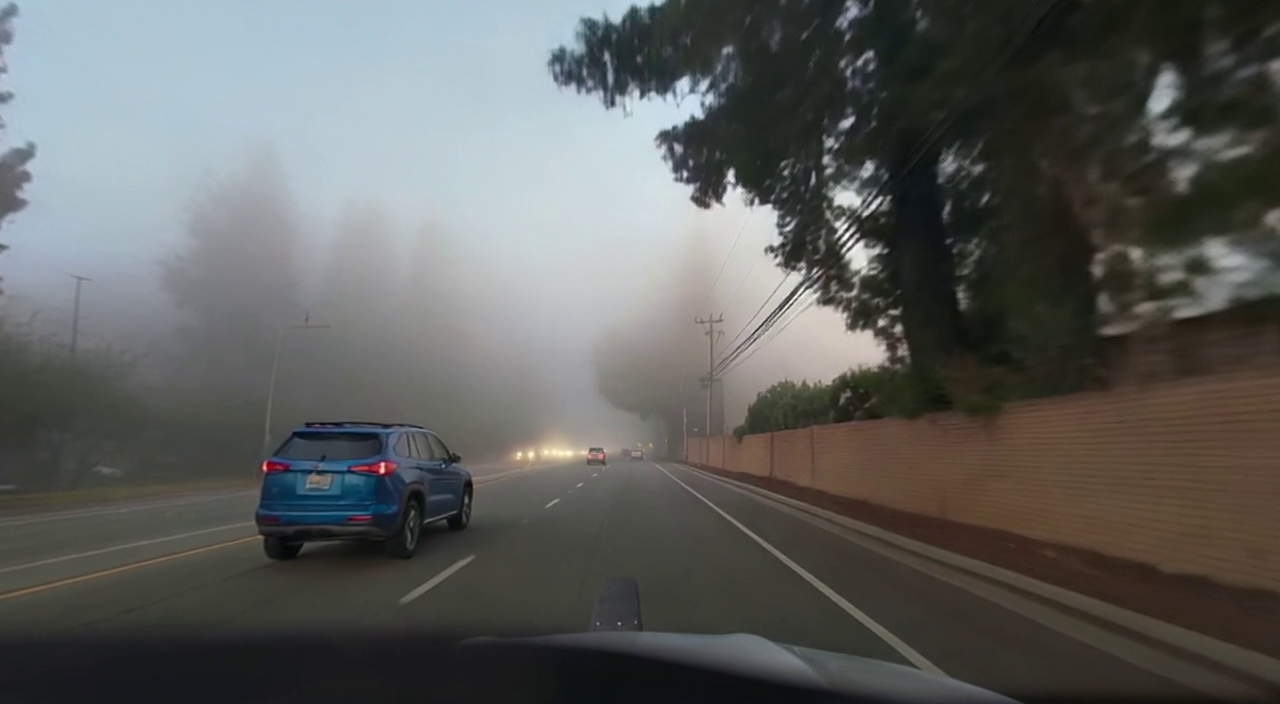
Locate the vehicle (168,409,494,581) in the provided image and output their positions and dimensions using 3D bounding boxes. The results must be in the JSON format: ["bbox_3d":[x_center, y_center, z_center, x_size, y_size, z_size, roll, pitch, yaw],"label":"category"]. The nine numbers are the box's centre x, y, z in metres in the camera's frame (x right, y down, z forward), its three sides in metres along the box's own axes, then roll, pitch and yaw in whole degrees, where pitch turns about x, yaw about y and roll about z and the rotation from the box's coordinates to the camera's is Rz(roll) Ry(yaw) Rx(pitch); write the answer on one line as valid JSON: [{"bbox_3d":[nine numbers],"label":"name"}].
[{"bbox_3d":[-3.660,1.781,8.704,2.147,1.730,4.555,0,-8,0],"label":"vehicle"}]
